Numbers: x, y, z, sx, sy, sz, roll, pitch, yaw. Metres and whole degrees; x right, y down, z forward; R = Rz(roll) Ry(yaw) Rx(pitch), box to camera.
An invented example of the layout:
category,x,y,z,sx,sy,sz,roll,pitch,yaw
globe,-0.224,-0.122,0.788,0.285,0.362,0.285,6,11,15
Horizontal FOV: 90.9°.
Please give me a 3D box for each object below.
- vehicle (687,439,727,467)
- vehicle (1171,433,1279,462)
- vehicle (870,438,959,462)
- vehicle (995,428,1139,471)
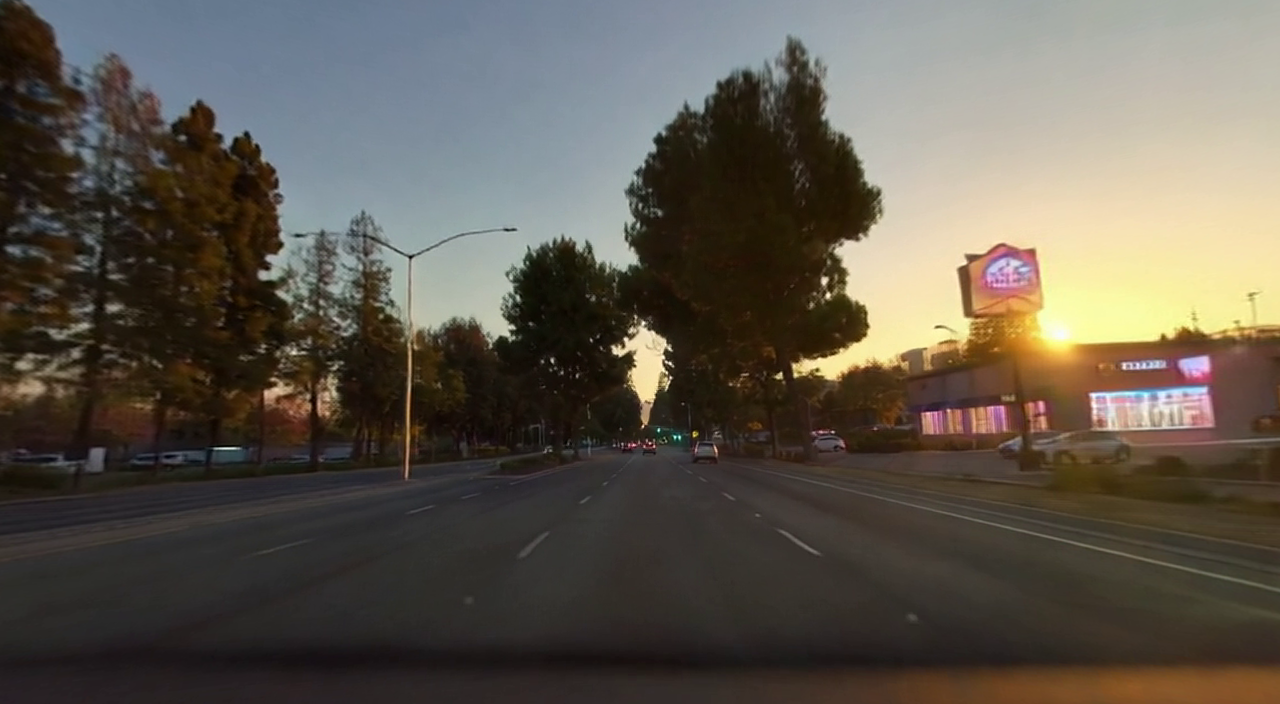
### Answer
category,x,y,z,sx,sy,sz,roll,pitch,yaw
vehicle,4.221,6.494,40.592,2.007,1.683,4.171,0,-8,-1
vehicle,32.276,5.175,34.181,5.080,1.504,1.946,-8,-12,44
vehicle,17.202,6.164,39.597,4.685,1.478,1.849,-1,-9,2
vehicle,17.731,4.066,26.390,4.386,1.701,2.121,-1,-8,3
